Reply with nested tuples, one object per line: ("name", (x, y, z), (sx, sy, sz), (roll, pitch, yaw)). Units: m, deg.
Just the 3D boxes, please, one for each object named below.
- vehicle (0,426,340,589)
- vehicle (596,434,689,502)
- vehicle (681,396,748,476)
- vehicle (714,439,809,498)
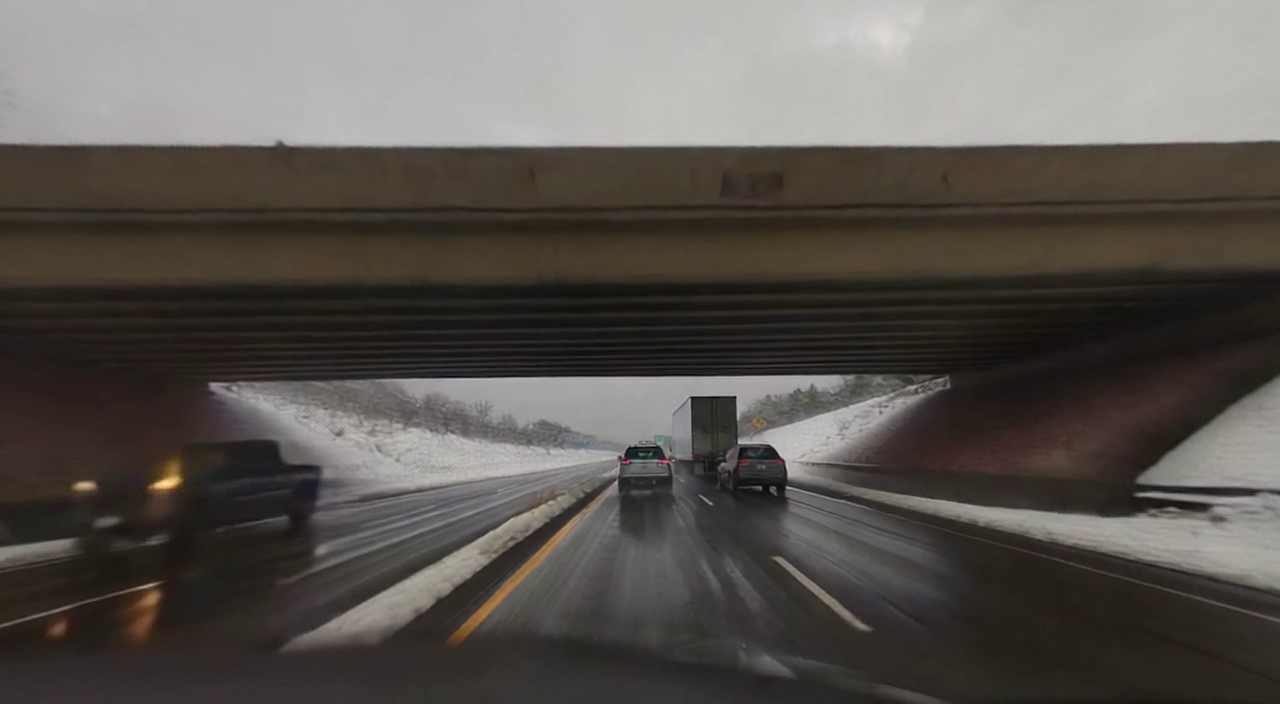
("vehicle", (-6.550, 2.098, 9.253), (2.233, 1.685, 4.222), (-4, -9, 0))
("vehicle", (0.100, 3.158, 17.502), (2.256, 1.615, 4.114), (-1, -9, 1))
("vehicle", (3.941, 4.724, 35.085), (2.948, 3.974, 6.480), (-1, -9, 1))
("vehicle", (3.423, 3.371, 18.514), (1.972, 1.505, 3.946), (-1, -9, 0))
